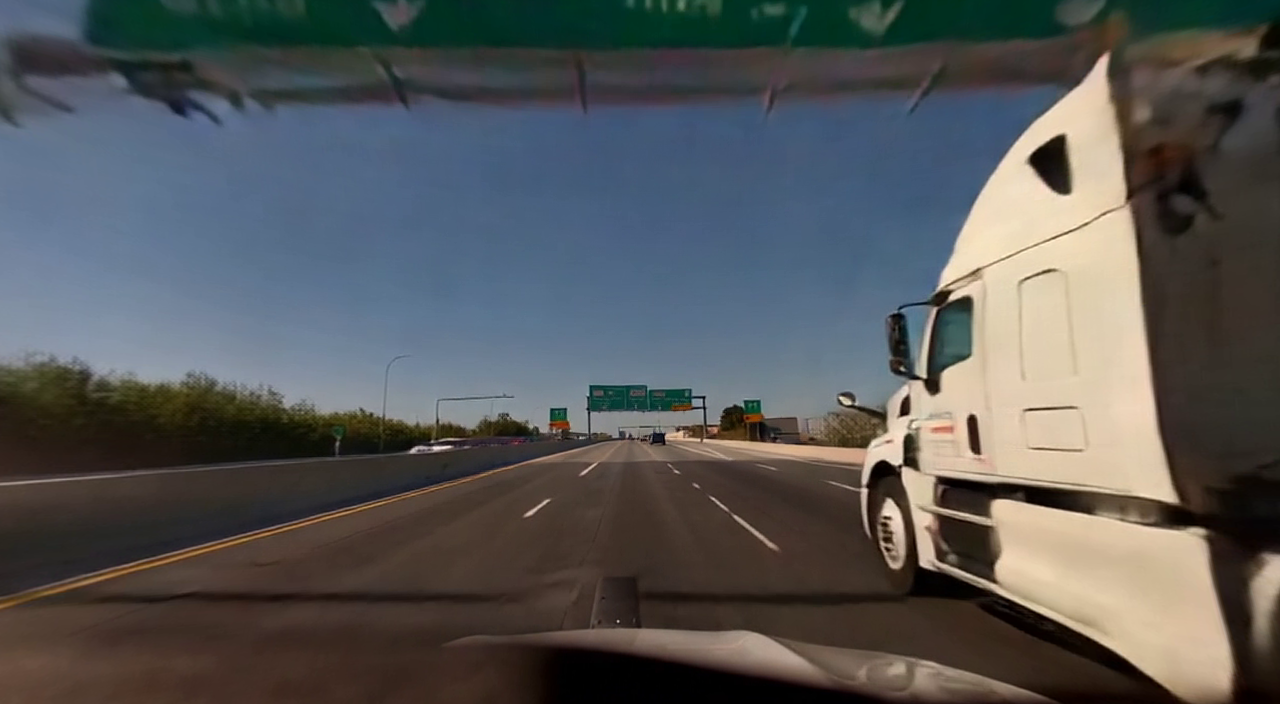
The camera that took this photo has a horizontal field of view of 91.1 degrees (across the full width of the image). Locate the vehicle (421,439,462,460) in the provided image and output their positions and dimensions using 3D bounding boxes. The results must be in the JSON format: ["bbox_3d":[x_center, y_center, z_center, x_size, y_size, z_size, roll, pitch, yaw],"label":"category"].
[{"bbox_3d":[-15.561,7.657,49.398,1.900,1.538,4.026,0,-8,0],"label":"vehicle"}]
